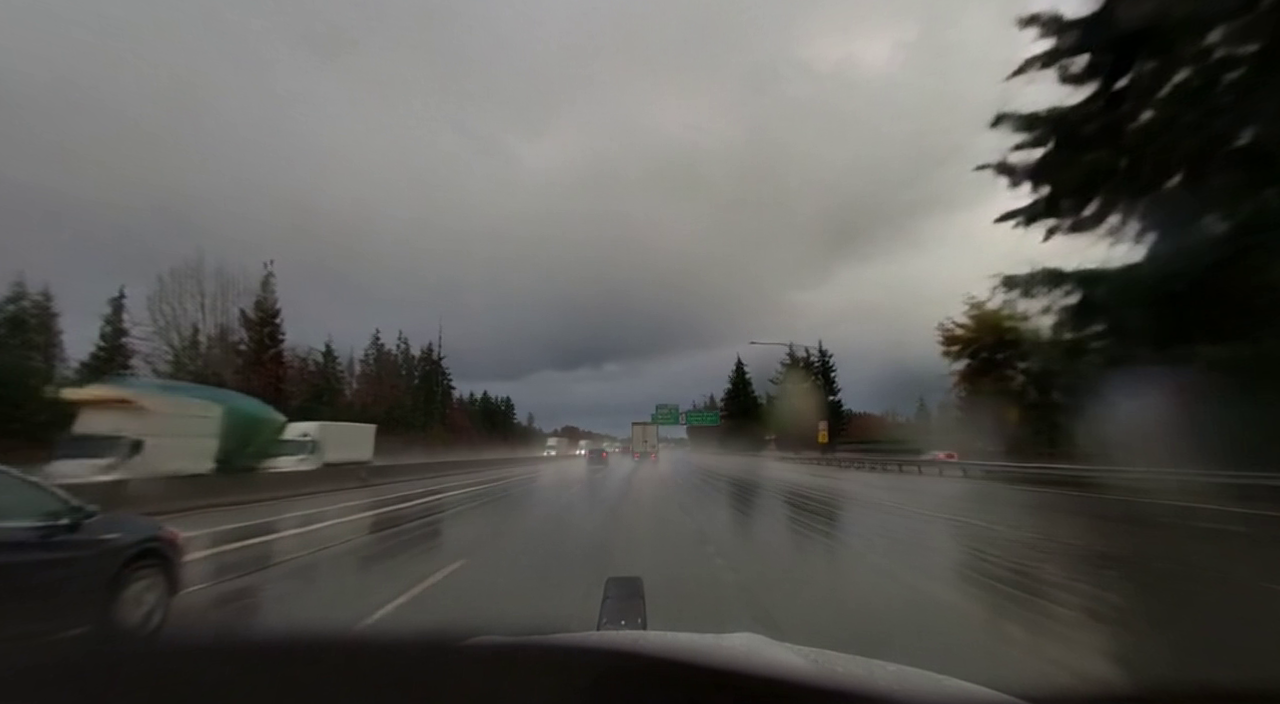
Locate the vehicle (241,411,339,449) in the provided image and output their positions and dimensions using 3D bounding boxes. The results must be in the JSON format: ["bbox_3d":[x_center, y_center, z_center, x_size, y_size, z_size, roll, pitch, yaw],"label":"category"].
[{"bbox_3d":[-17.206,3.919,31.280,2.111,1.716,4.697,-1,-8,1],"label":"vehicle"}]

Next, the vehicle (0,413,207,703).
[{"bbox_3d":[-4.171,0.965,2.537,1.945,1.488,4.043,0,-9,0],"label":"vehicle"}]

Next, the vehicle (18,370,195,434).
[{"bbox_3d":[-17.344,1.774,20.882,1.866,1.761,4.683,-2,-8,-1],"label":"vehicle"}]
